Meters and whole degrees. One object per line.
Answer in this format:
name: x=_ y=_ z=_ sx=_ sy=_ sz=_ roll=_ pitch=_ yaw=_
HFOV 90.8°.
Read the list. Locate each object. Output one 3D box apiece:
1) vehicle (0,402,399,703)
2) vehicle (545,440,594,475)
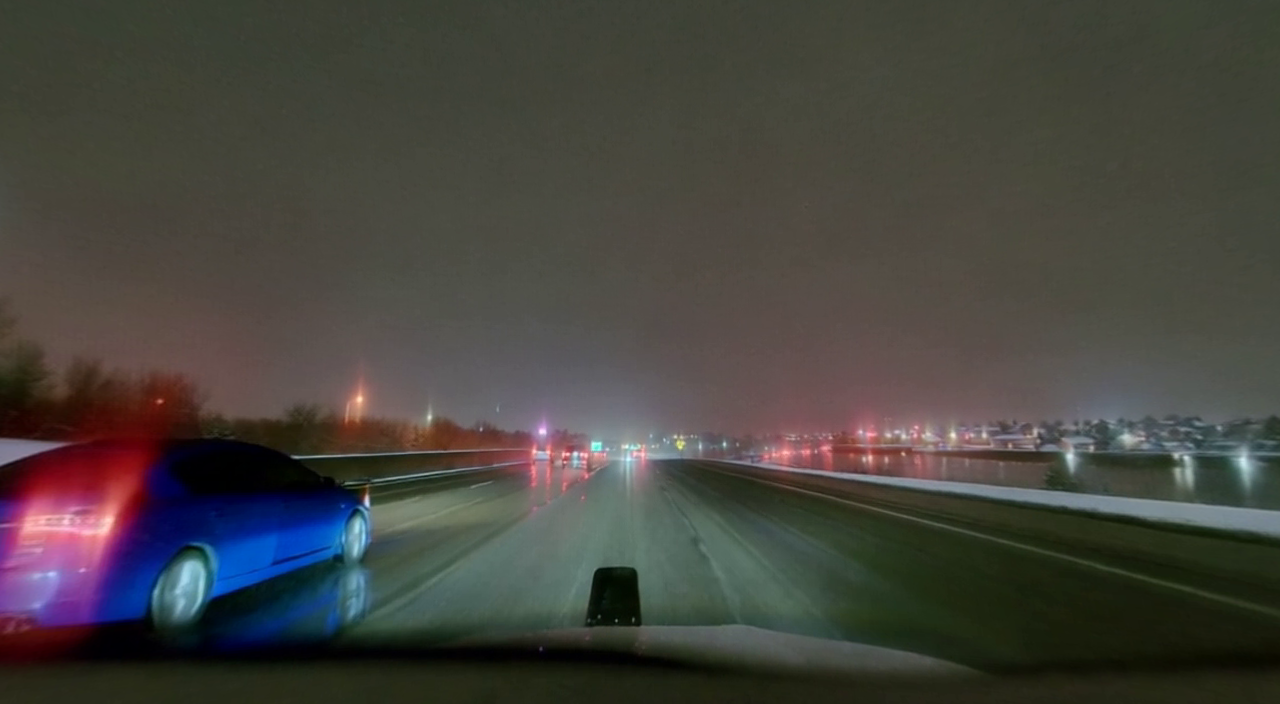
vehicle: x=-3.754 y=1.270 z=4.698 sx=2.114 sy=1.480 sz=4.473 roll=0 pitch=-9 yaw=1
vehicle: x=-3.619 y=5.516 z=33.176 sx=2.075 sy=1.702 sz=4.257 roll=0 pitch=-9 yaw=0
